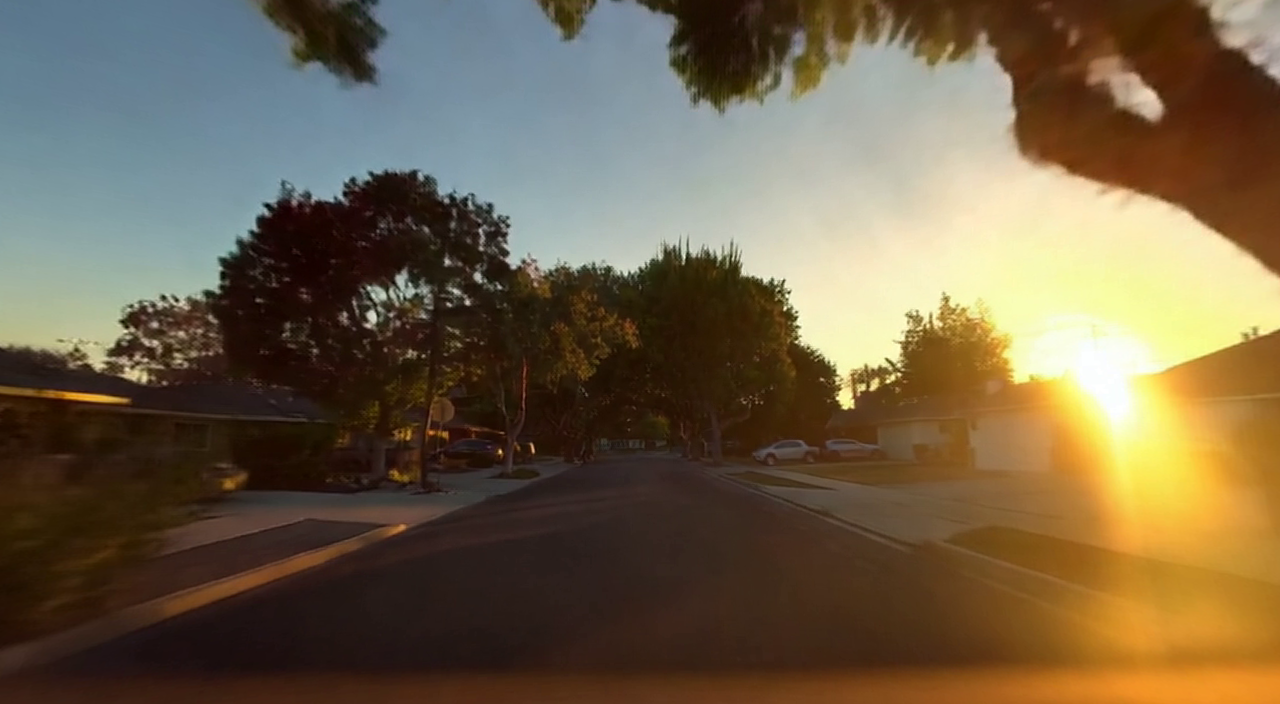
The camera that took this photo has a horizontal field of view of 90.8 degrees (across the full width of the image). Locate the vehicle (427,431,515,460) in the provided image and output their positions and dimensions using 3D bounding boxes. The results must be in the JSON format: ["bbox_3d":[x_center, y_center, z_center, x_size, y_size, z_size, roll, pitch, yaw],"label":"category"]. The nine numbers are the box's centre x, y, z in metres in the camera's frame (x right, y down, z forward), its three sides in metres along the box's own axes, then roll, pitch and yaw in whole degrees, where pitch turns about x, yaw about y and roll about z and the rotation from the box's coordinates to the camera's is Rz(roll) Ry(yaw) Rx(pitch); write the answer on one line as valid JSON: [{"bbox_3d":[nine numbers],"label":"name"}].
[{"bbox_3d":[-11.974,6.665,45.004,5.618,1.997,2.201,0,-8,-1],"label":"vehicle"}]

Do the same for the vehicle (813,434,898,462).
[{"bbox_3d":[15.803,7.079,46.563,5.395,1.917,2.153,0,-9,-1],"label":"vehicle"}]

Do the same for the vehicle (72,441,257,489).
[{"bbox_3d":[-14.344,3.405,19.249,4.138,1.355,1.808,0,-8,-1],"label":"vehicle"}]

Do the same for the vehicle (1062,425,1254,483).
[{"bbox_3d":[16.445,3.236,20.224,4.495,1.724,1.943,1,-9,-4],"label":"vehicle"}]

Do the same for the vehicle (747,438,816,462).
[{"bbox_3d":[10.303,7.173,46.239,4.582,1.719,1.947,0,-8,0],"label":"vehicle"}]
